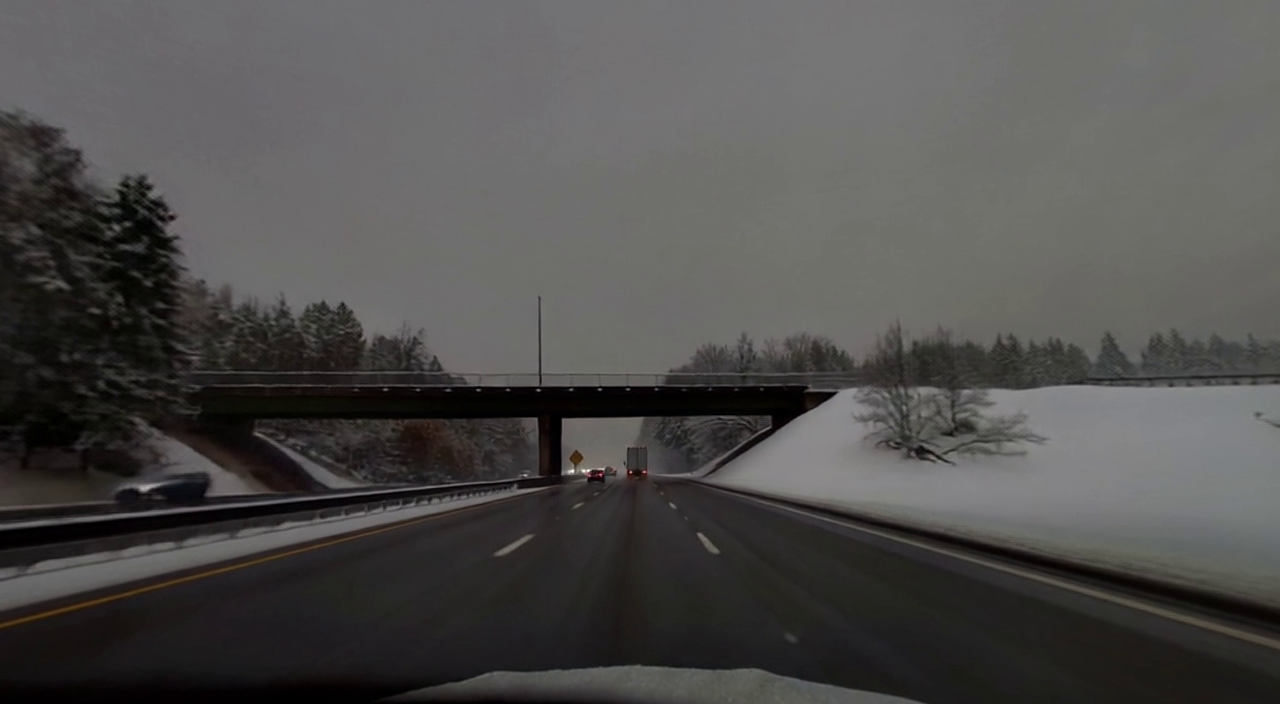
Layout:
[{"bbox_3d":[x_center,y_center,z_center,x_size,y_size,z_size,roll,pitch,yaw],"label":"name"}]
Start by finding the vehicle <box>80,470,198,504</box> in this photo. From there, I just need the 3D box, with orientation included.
[{"bbox_3d":[-24.072,6.474,30.540,1.896,1.469,4.624,1,-10,0],"label":"vehicle"}]
